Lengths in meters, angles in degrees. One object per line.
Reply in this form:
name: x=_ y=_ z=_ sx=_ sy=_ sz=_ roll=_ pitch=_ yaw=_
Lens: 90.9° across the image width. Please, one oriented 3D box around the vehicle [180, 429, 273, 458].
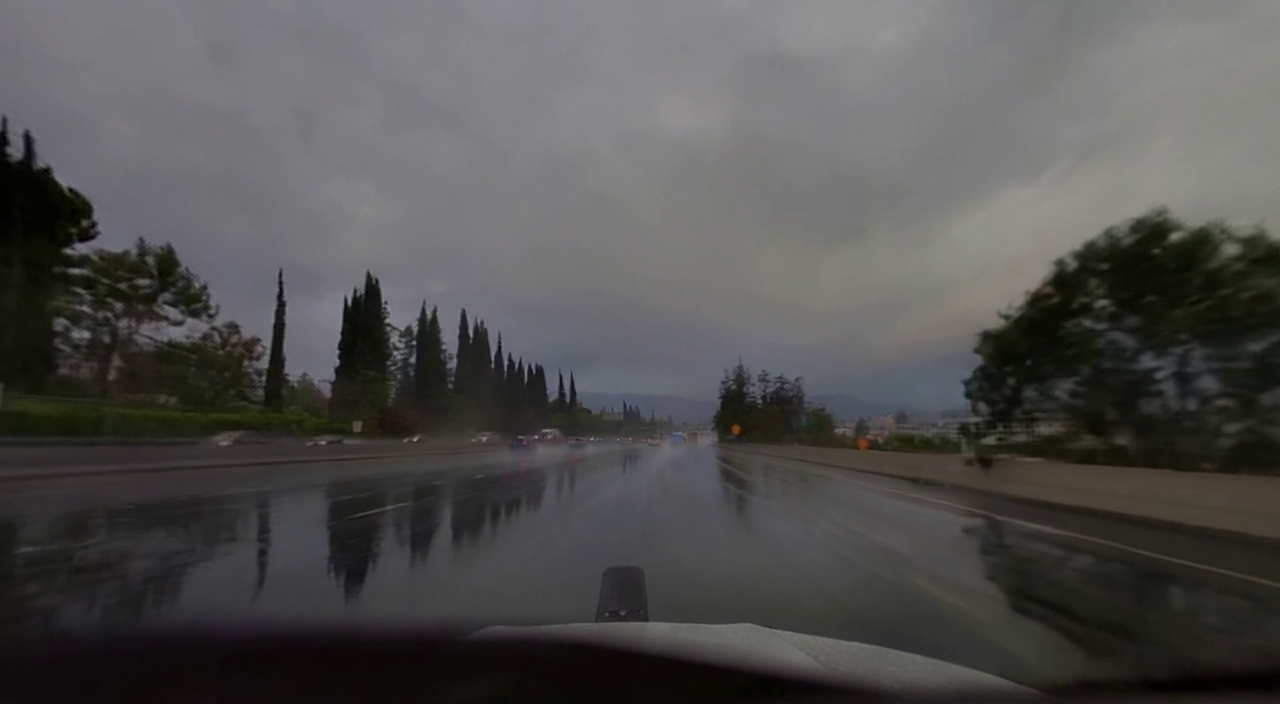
vehicle: x=-25.798 y=5.764 z=39.566 sx=2.385 sy=1.674 sz=4.715 roll=-1 pitch=-8 yaw=5
